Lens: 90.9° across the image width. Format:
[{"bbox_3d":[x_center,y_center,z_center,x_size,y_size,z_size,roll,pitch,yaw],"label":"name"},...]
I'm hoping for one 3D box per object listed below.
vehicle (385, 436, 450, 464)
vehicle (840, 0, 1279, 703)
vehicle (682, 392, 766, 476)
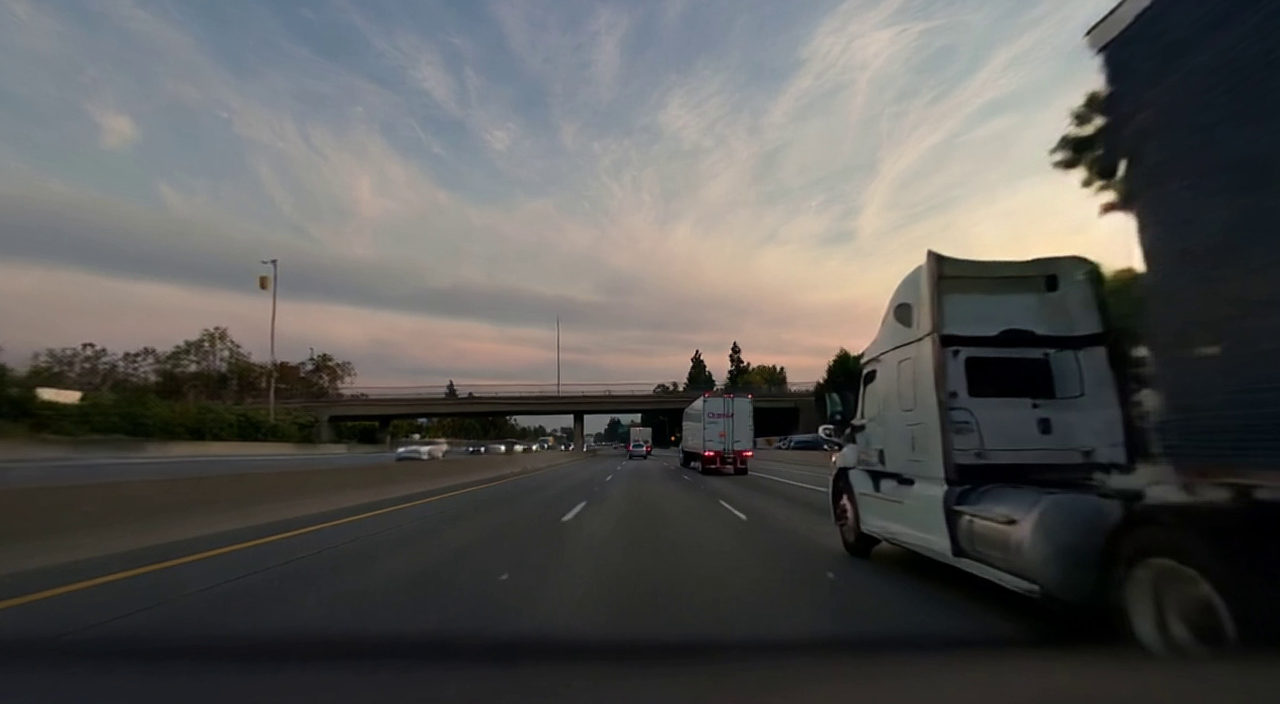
[{"bbox_3d":[-12.281,5.456,35.105,1.939,1.454,4.448,0,-9,0],"label":"vehicle"},{"bbox_3d":[4.023,0.116,4.679,3.007,3.965,5.971,0,-9,0],"label":"vehicle"},{"bbox_3d":[4.466,4.989,37.270,2.881,3.995,14.382,0,-9,-1],"label":"vehicle"}]
